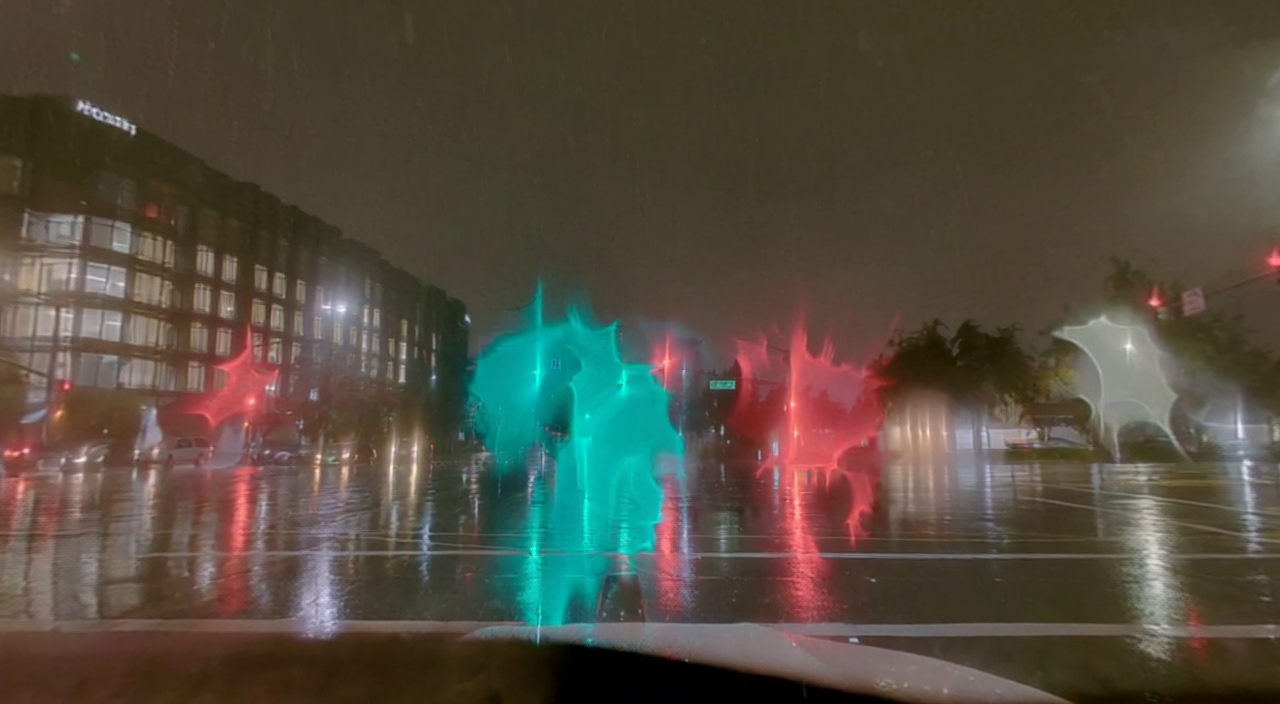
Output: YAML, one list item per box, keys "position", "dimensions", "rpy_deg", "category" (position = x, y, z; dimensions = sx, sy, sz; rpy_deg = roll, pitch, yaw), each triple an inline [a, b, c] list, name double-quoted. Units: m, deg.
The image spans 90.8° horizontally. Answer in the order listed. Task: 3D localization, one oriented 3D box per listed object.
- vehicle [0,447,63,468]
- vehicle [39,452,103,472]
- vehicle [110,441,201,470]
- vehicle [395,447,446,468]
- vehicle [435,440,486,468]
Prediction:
- position: [-45.239, 7.768, 46.610]
  dimensions: [1.858, 1.467, 3.624]
  rpy_deg: [0, -8, 0]
  category: "vehicle"
- position: [-41.574, 8.021, 46.253]
  dimensions: [1.552, 1.339, 3.340]
  rpy_deg: [-2, -9, 0]
  category: "vehicle"
- position: [-34.880, 7.421, 45.743]
  dimensions: [2.204, 1.955, 5.518]
  rpy_deg: [0, -8, 0]
  category: "vehicle"
- position: [-15.494, 7.446, 44.805]
  dimensions: [2.056, 1.450, 4.343]
  rpy_deg: [0, -8, 1]
  category: "vehicle"
- position: [-11.941, 6.799, 42.323]
  dimensions: [2.080, 1.763, 4.341]
  rpy_deg: [0, -8, 0]
  category: "vehicle"
